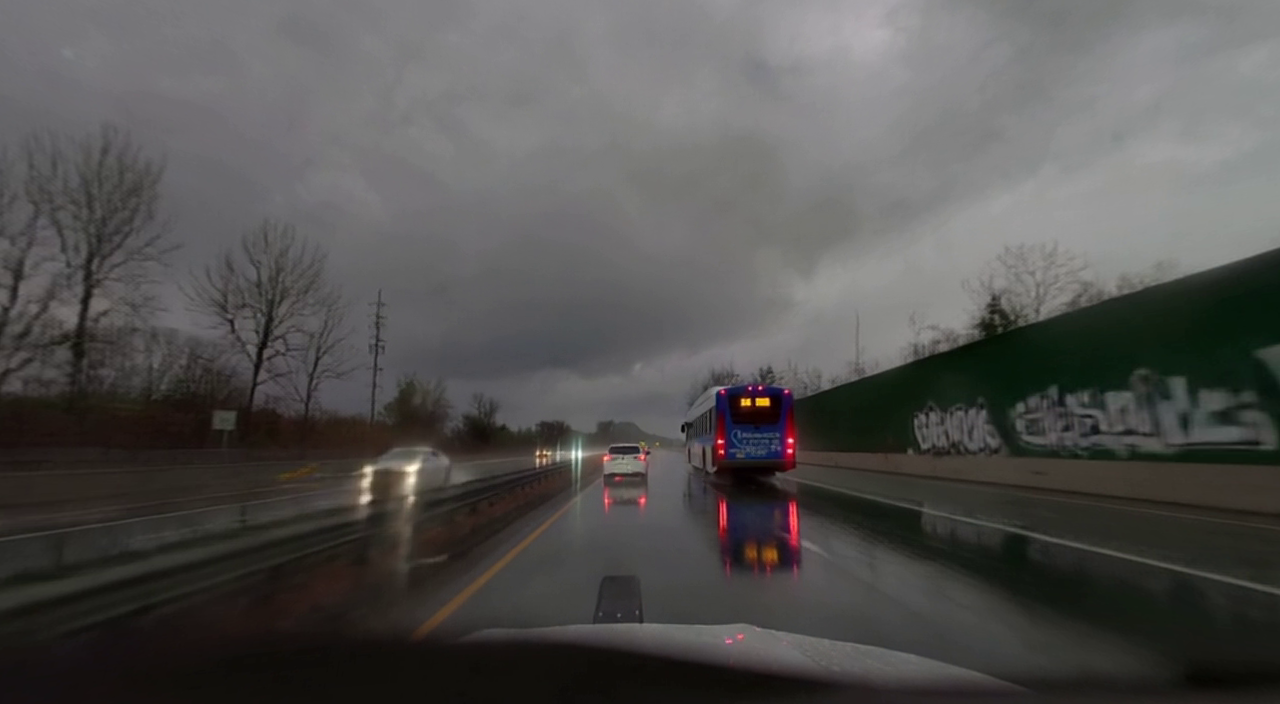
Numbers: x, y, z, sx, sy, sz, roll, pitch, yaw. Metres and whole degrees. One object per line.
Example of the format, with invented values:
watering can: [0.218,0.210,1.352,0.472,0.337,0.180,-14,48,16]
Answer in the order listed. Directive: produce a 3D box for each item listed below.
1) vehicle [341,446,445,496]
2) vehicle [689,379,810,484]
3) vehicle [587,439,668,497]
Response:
vehicle: [-8.607,4.156,22.306,1.922,1.560,4.165,-1,-9,1]
vehicle: [4.124,3.600,27.139,3.055,3.479,12.521,-1,-9,1]
vehicle: [-0.302,3.457,18.993,2.160,1.532,4.073,-1,-9,1]
